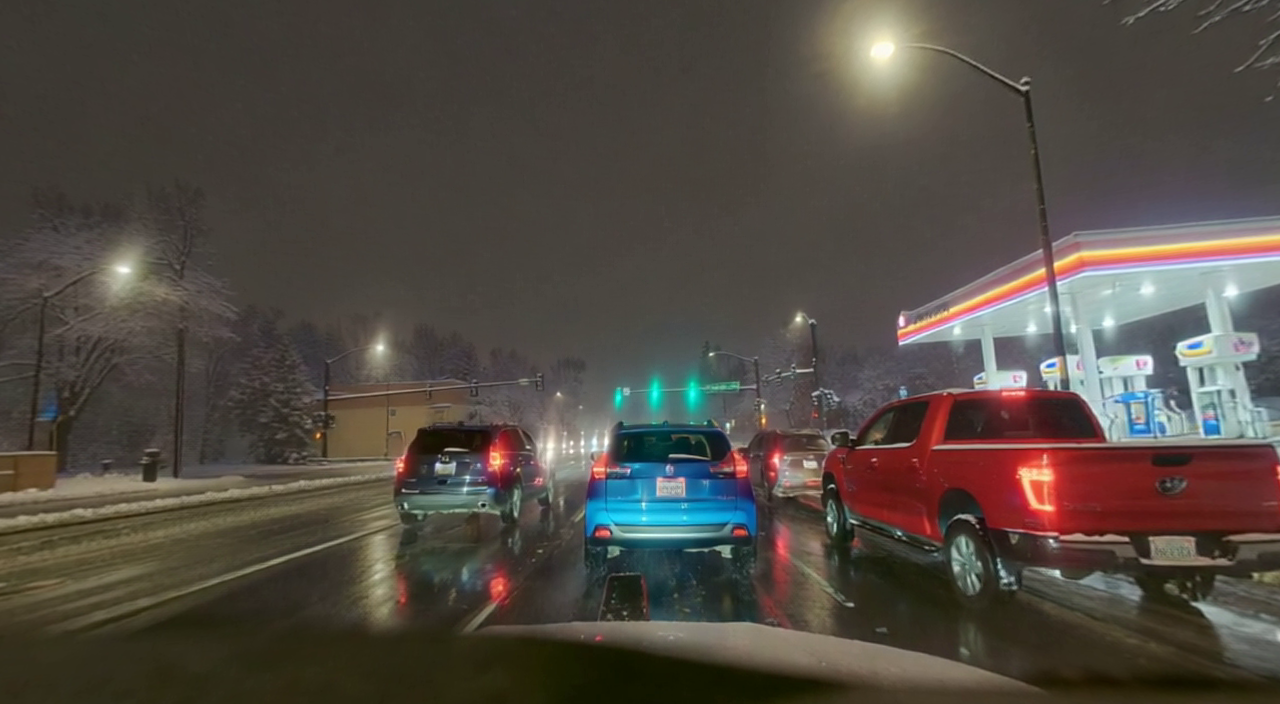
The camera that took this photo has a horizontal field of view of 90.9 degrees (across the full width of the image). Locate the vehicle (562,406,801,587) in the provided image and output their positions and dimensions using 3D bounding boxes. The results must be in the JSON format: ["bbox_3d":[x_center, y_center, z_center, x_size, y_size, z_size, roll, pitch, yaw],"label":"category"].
[{"bbox_3d":[0.366,1.628,7.896,2.181,1.650,4.083,0,-8,0],"label":"vehicle"}]

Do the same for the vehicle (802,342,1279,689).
[{"bbox_3d":[3.411,1.262,6.132,2.161,1.868,5.321,0,-8,-1],"label":"vehicle"}]

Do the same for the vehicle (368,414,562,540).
[{"bbox_3d":[-2.709,2.064,10.974,2.019,1.731,4.299,0,-8,2],"label":"vehicle"}]
